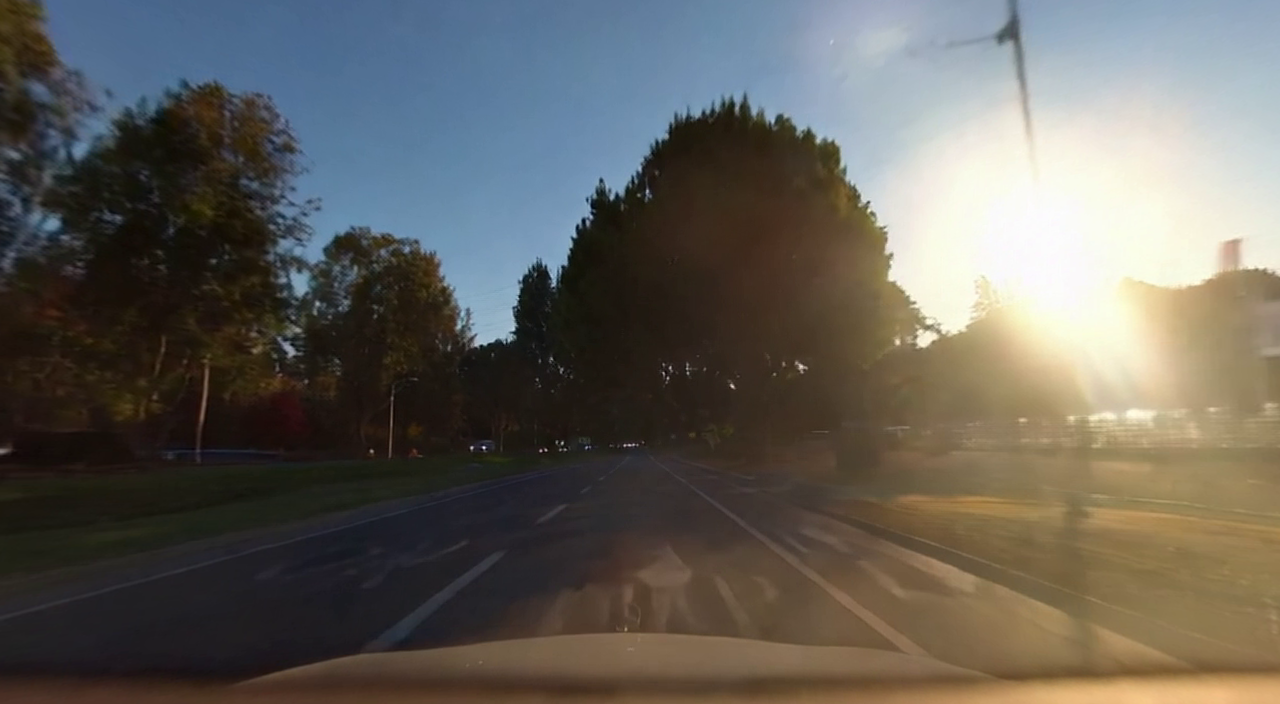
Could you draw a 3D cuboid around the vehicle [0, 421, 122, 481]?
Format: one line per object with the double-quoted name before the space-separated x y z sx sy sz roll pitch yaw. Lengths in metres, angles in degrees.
"vehicle" -20.860 3.289 21.089 2.185 1.827 5.622 1 -9 1
